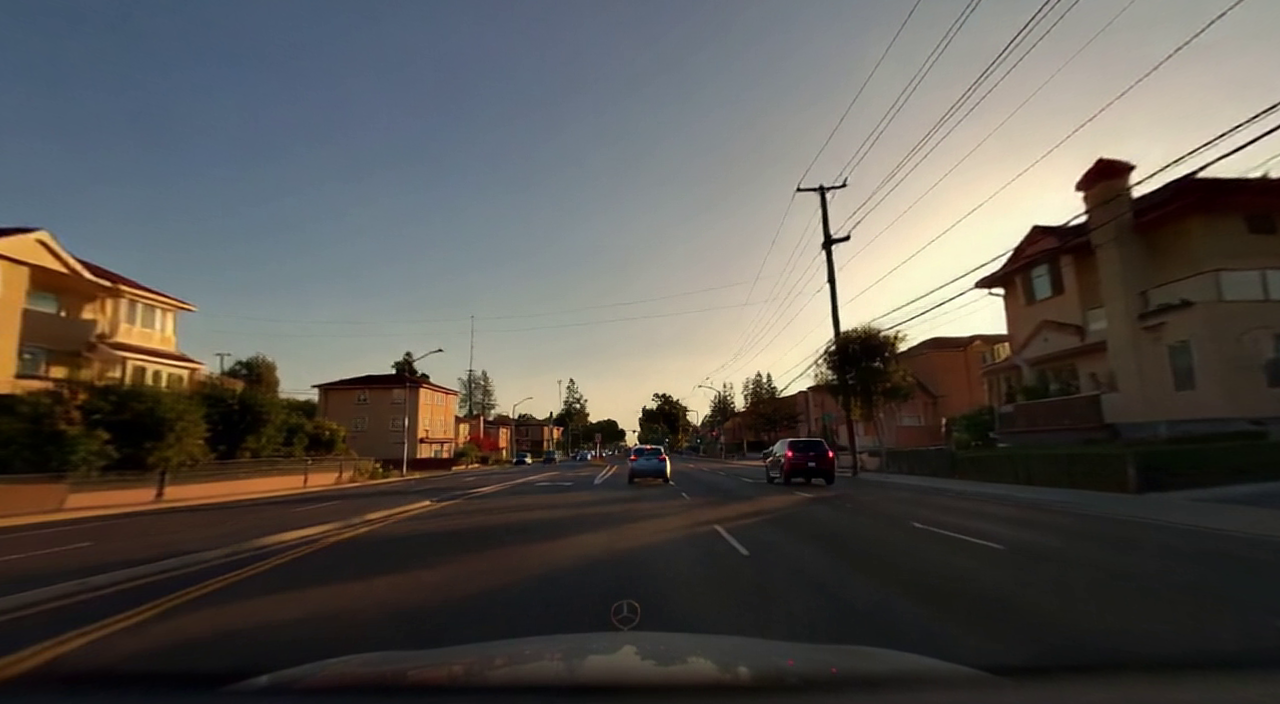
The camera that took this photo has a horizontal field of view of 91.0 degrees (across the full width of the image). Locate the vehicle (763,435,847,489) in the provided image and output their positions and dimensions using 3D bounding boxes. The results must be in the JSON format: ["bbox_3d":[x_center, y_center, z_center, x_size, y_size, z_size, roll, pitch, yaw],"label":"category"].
[{"bbox_3d":[6.311,4.261,24.614,2.061,1.889,4.268,0,-9,0],"label":"vehicle"}]

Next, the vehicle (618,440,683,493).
[{"bbox_3d":[0.341,4.121,22.955,2.138,1.702,4.168,0,-9,0],"label":"vehicle"}]
